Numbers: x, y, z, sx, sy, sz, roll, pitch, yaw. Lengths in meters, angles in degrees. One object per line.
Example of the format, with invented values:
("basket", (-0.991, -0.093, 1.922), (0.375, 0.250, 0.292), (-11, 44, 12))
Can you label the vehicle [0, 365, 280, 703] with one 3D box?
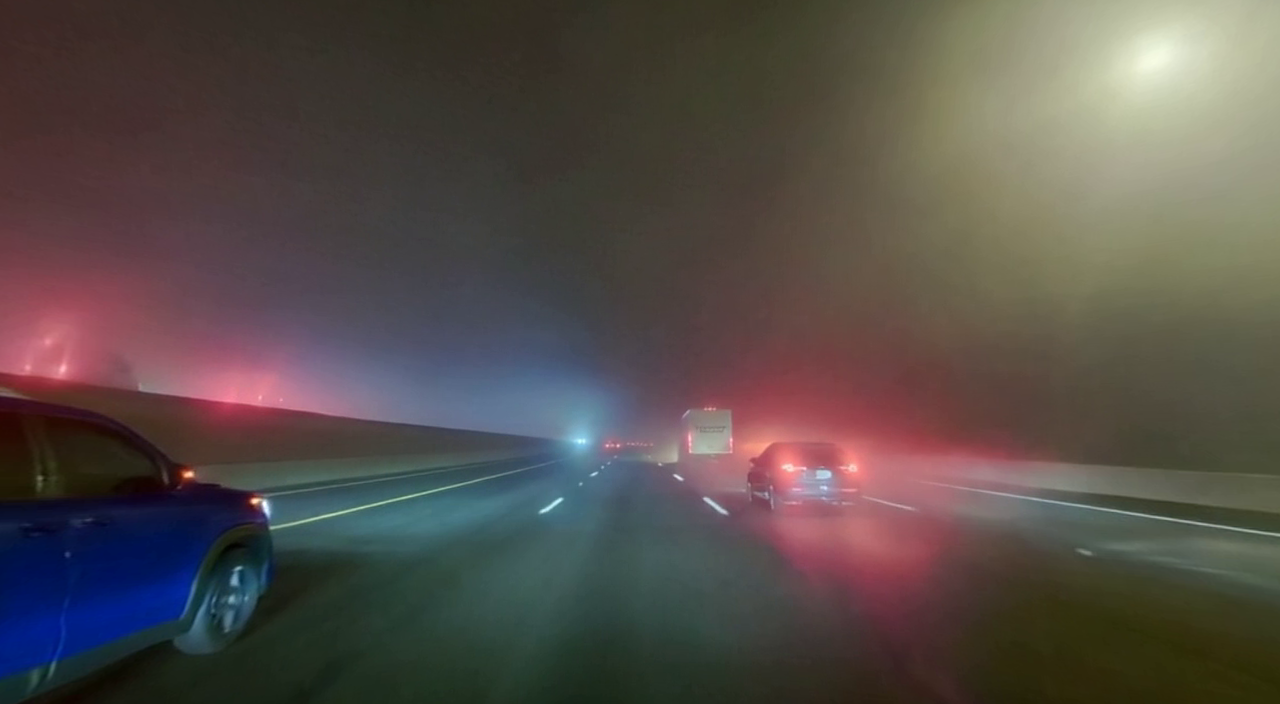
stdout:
("vehicle", (-4.006, 0.913, 3.087), (2.000, 1.646, 4.201), (0, -8, 0))

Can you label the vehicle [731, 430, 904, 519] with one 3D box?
("vehicle", (3.428, 2.487, 13.466), (2.108, 1.509, 5.059), (0, -8, -1))

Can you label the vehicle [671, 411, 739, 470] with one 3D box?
("vehicle", (3.192, 4.591, 32.721), (2.629, 2.718, 6.740), (0, -8, -1))
